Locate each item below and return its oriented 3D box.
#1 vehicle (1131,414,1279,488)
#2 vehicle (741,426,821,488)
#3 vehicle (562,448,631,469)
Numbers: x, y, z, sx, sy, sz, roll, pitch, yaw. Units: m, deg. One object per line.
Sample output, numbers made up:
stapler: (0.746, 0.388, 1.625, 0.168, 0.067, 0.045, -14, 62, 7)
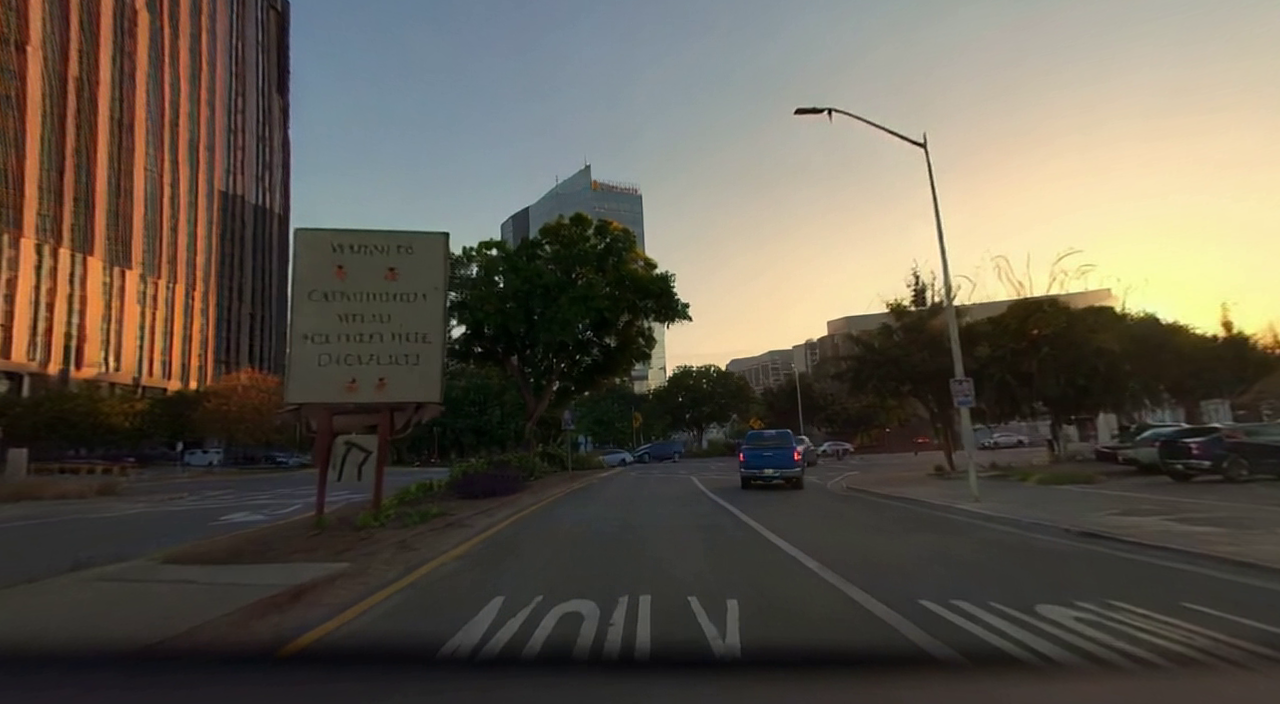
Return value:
vehicle: (17.720, 2.815, 18.417, 4.765, 1.678, 2.228, -5, -4, 7)
vehicle: (4.933, 3.715, 22.733, 2.402, 1.922, 5.677, -1, -9, 10)
vehicle: (-3.136, 7.689, 45.844, 4.633, 1.467, 1.842, -2, -9, 12)
